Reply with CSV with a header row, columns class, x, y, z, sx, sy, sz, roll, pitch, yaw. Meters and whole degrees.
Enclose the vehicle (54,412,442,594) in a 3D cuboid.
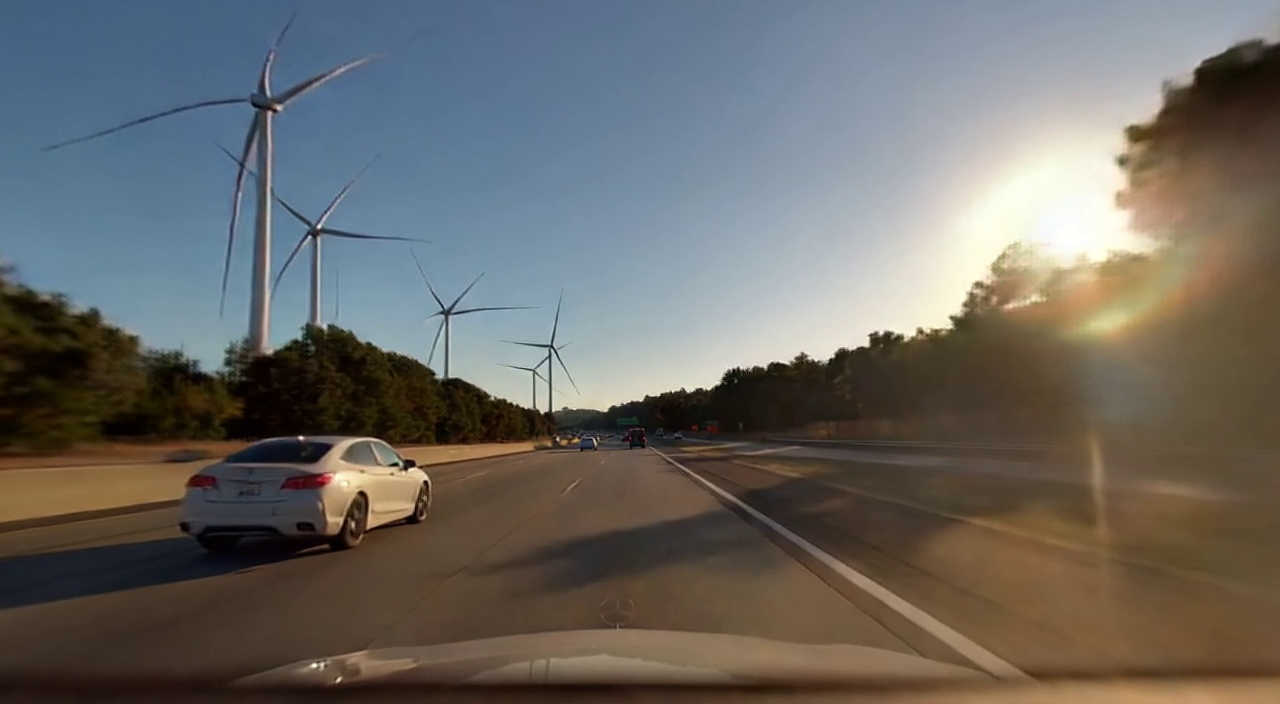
class,x,y,z,sx,sy,sz,roll,pitch,yaw
vehicle,-3.917,1.533,7.313,1.950,1.511,3.965,0,-8,0
